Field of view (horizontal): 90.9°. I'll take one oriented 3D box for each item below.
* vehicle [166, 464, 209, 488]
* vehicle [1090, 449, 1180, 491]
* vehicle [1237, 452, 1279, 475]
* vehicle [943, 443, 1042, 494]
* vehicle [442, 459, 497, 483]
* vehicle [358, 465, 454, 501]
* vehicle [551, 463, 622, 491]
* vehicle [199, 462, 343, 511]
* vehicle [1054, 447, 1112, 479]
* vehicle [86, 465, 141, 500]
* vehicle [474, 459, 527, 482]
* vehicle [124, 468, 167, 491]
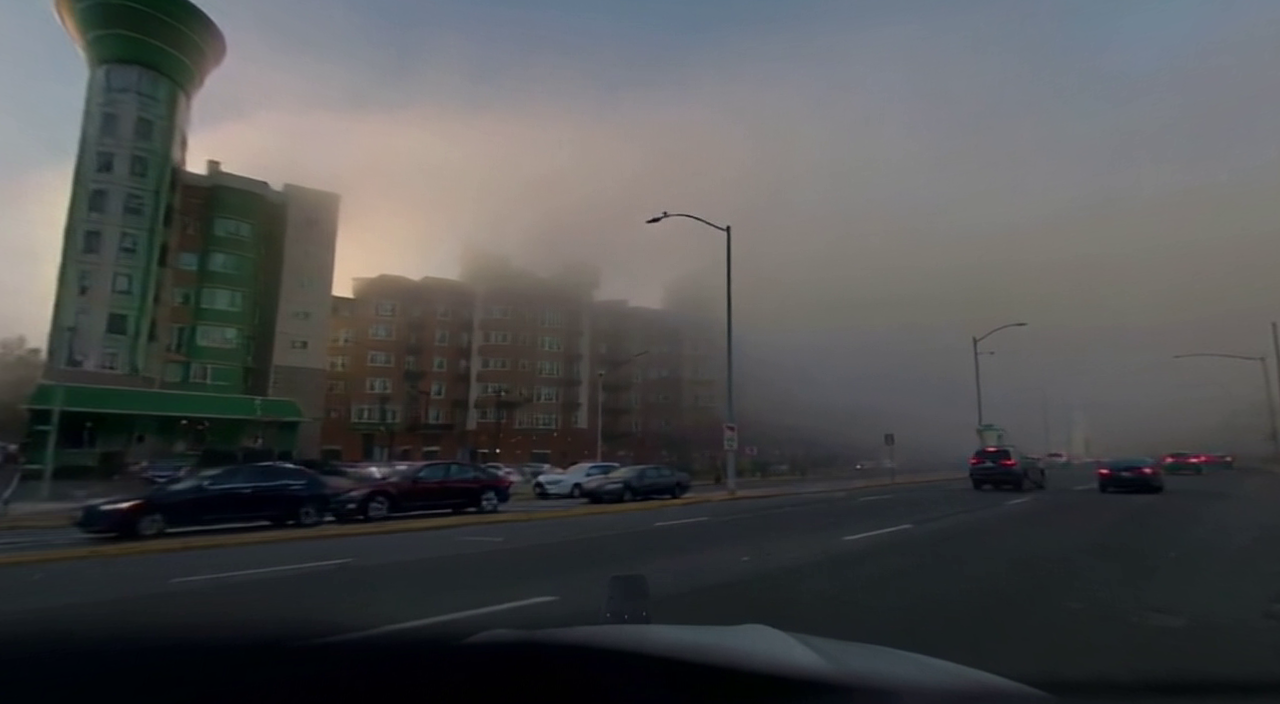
[{"bbox_3d":[-33.126,9.001,46.095,1.871,1.550,3.951,8,-12,-44],"label":"vehicle"},{"bbox_3d":[19.536,4.565,24.783,4.710,1.444,2.041,8,-12,-44],"label":"vehicle"},{"bbox_3d":[42.595,7.612,43.323,1.981,1.449,4.533,-8,-11,41],"label":"vehicle"},{"bbox_3d":[13.262,4.278,23.584,2.031,1.692,4.284,-9,-12,44],"label":"vehicle"},{"bbox_3d":[-12.097,8.395,44.635,2.133,1.494,4.108,7,-11,-41],"label":"vehicle"},{"bbox_3d":[-12.096,6.770,32.777,1.884,1.575,4.215,-8,-12,42],"label":"vehicle"},{"bbox_3d":[-3.510,8.263,42.018,1.875,1.600,4.604,-8,-12,42],"label":"vehicle"},{"bbox_3d":[-16.392,5.920,28.204,5.127,1.803,2.011,8,-12,-44],"label":"vehicle"},{"bbox_3d":[24.855,6.169,35.299,4.011,1.697,1.857,8,-12,-44],"label":"vehicle"},{"bbox_3d":[-26.356,6.449,31.480,1.845,1.509,3.855,7,-11,-41],"label":"vehicle"},{"bbox_3d":[-10.309,8.708,46.416,2.113,1.502,3.990,7,-11,-41],"label":"vehicle"},{"bbox_3d":[-34.680,8.885,44.159,1.914,1.424,3.588,8,-12,-43],"label":"vehicle"}]
